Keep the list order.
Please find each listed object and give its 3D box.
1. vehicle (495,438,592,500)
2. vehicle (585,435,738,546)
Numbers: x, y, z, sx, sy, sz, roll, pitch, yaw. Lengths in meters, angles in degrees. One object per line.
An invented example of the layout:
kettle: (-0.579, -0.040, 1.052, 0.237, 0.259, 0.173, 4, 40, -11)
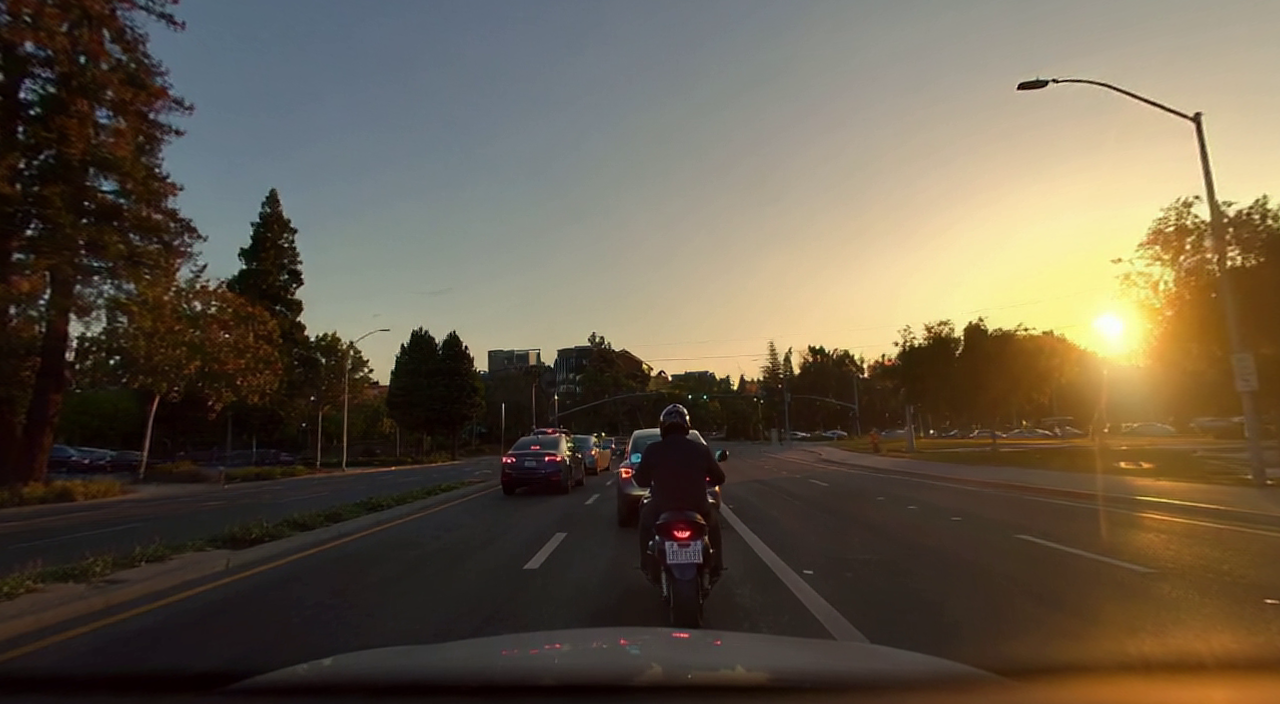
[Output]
vehicle: (-2.550, 3.190, 17.659, 1.979, 1.499, 3.840, -1, -8, 2)
vehicle: (0.327, 2.173, 10.703, 2.009, 1.450, 4.608, -1, -8, 1)
